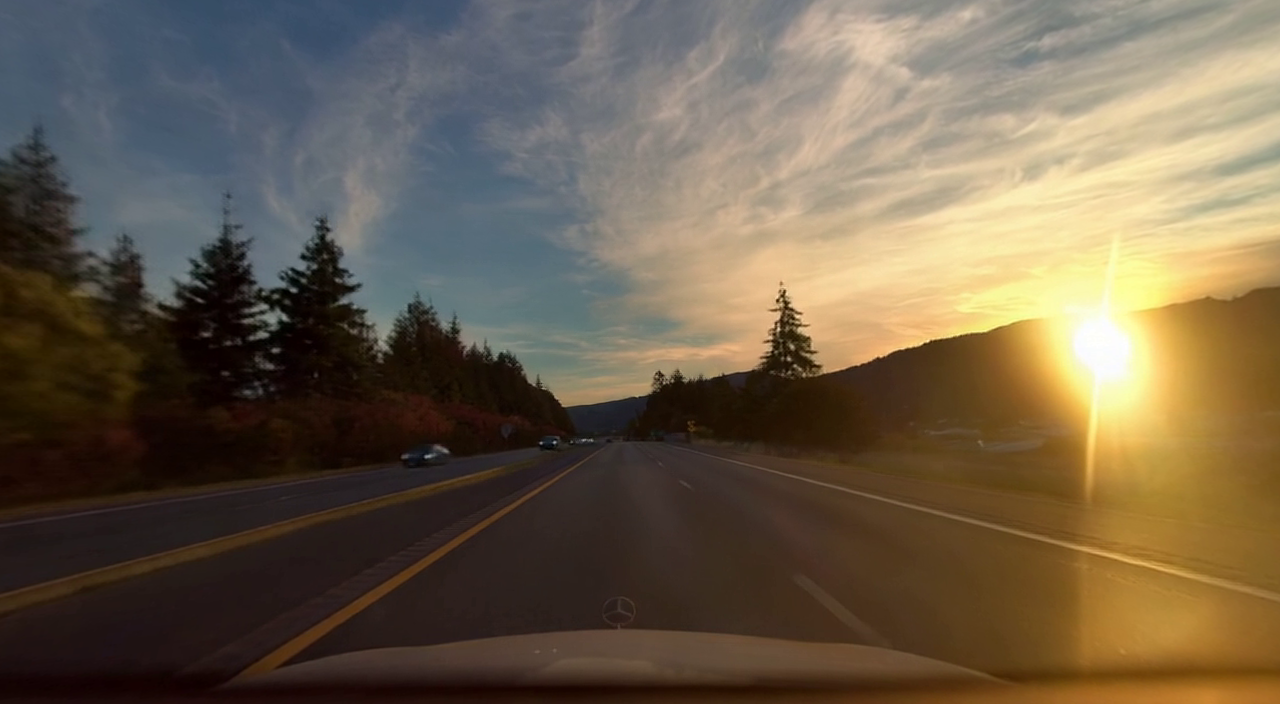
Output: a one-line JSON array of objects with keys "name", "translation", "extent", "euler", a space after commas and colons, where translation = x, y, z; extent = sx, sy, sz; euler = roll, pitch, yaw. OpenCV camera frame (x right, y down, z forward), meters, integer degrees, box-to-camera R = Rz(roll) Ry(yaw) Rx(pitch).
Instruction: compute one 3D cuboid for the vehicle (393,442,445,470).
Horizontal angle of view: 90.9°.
[{"name": "vehicle", "translation": [-13.140, 6.207, 37.727], "extent": [1.818, 1.495, 3.894], "euler": [-2, -8, -1]}]
